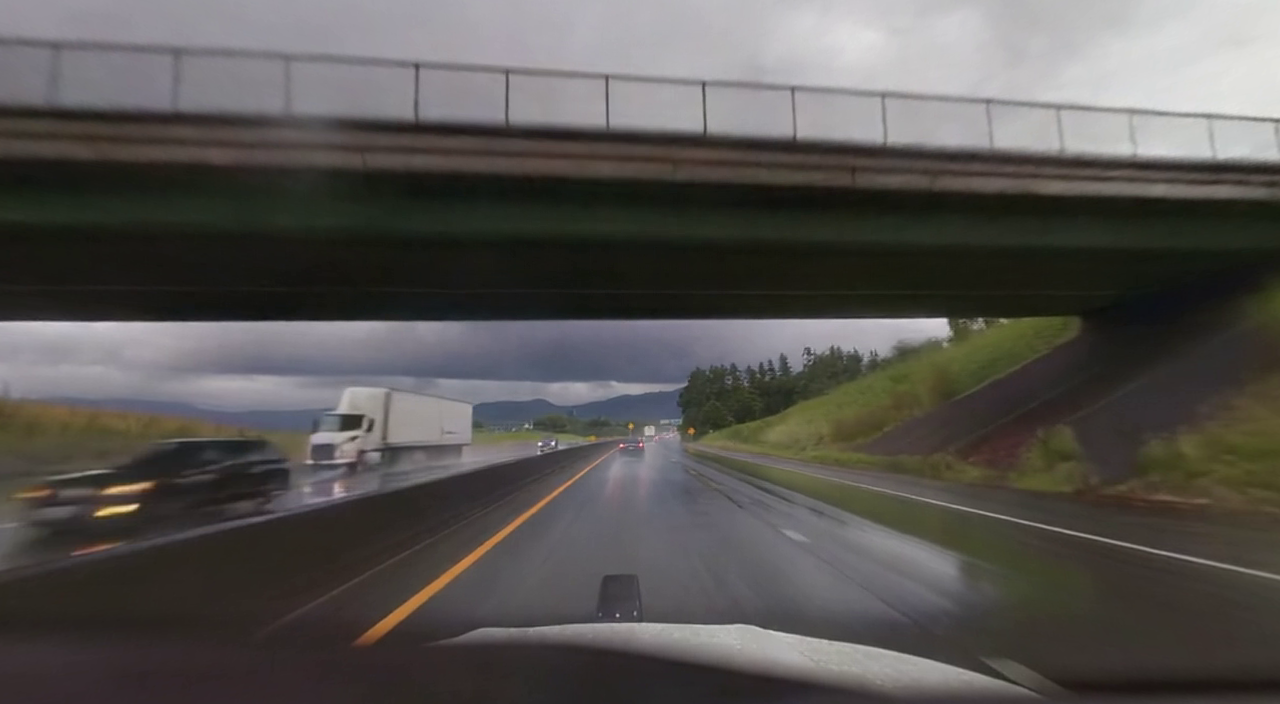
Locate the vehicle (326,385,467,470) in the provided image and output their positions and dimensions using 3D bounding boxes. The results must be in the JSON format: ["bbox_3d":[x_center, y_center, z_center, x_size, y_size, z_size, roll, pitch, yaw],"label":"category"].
[{"bbox_3d":[-13.768,4.586,37.718,2.905,4.072,14.272,0,-8,-1],"label":"vehicle"}]

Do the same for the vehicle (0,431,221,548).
[{"bbox_3d":[-8.405,1.883,9.381,1.790,1.375,3.778,0,-7,-2],"label":"vehicle"}]

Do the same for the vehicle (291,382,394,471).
[{"bbox_3d":[-13.671,3.457,29.234,3.204,3.934,2.841,0,-7,-1],"label":"vehicle"}]

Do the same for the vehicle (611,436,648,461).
[{"bbox_3d":[-0.615,5.481,35.946,1.996,1.325,4.029,0,-7,-1],"label":"vehicle"}]
